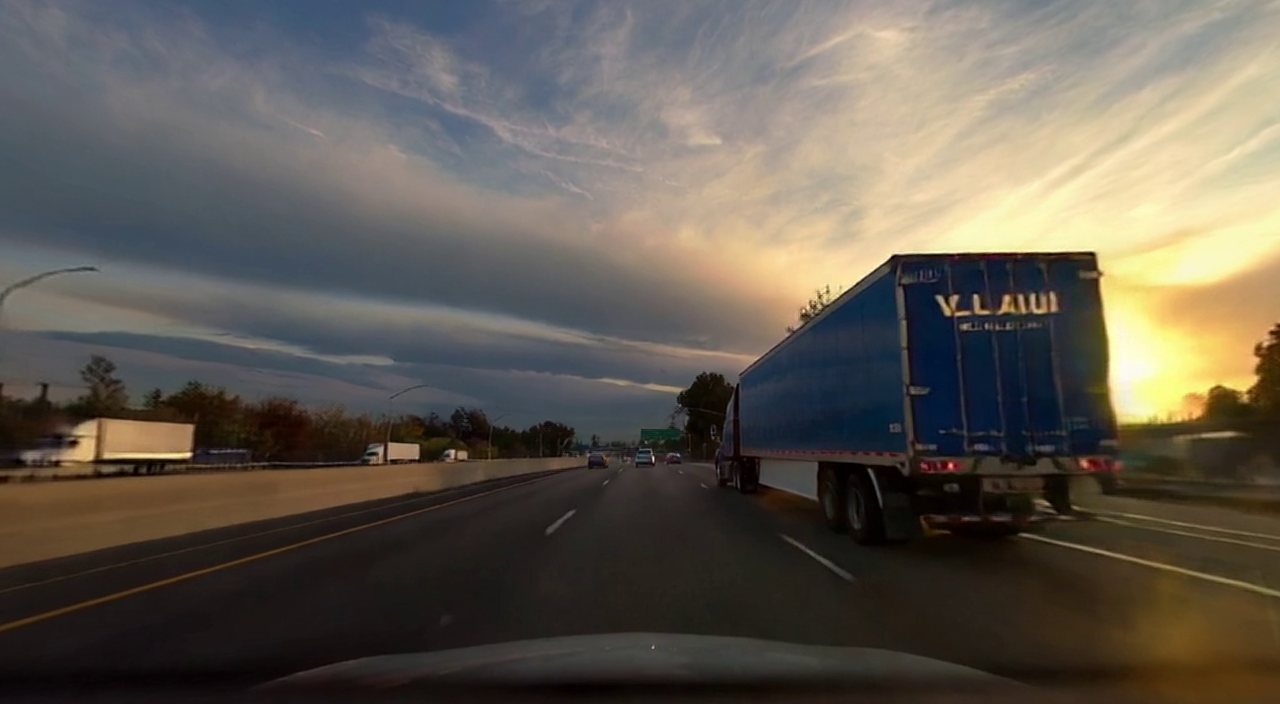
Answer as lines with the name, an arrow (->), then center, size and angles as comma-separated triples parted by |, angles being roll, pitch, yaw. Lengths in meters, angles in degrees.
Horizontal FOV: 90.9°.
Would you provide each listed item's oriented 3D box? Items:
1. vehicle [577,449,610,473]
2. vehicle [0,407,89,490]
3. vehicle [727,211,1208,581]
vehicle -> -3.392, 8.050, 46.773 | 2.107, 1.626, 4.804 | 0, -9, 0
vehicle -> -30.568, 4.629, 30.214 | 2.960, 3.677, 5.863 | 1, -9, -4
vehicle -> 4.472, 1.480, 13.987 | 2.847, 4.075, 14.244 | 0, -9, -1
